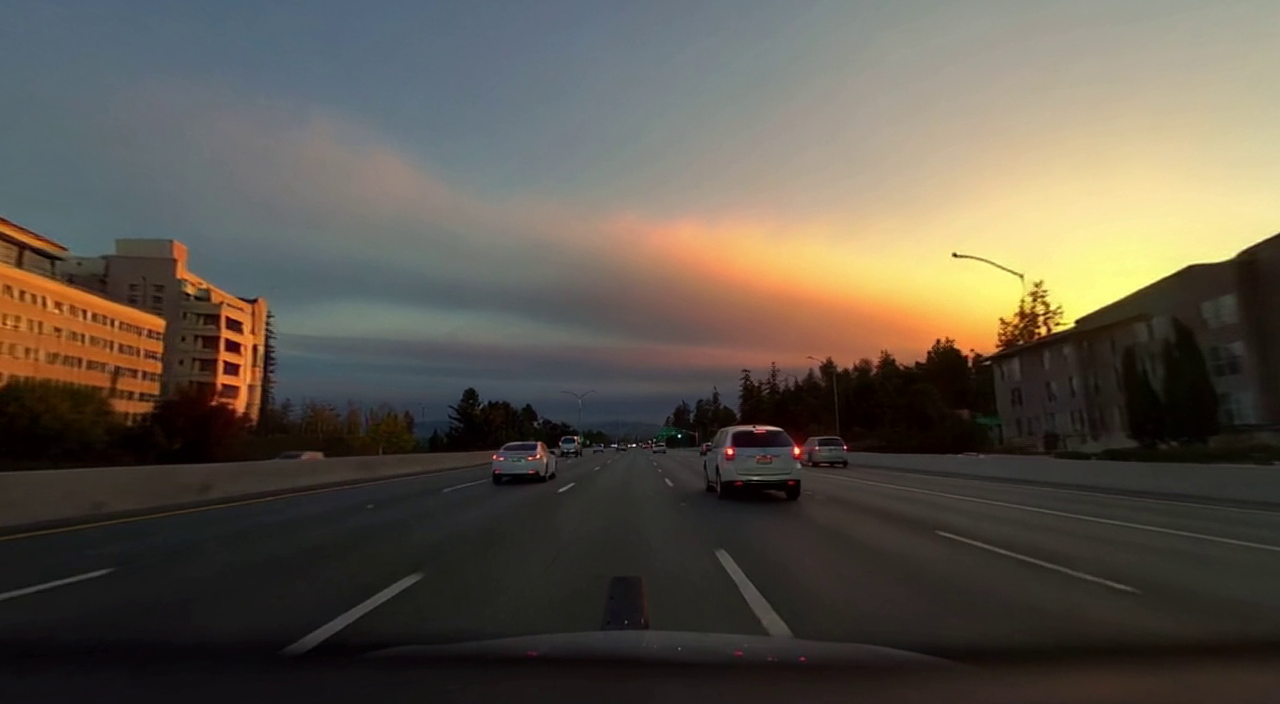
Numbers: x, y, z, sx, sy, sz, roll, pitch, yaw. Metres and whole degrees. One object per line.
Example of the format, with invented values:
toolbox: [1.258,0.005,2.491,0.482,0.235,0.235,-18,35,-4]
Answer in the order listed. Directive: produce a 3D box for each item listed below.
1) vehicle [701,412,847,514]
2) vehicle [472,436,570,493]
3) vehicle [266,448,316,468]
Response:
vehicle: [2.713,2.412,14.142,2.148,1.852,4.835,0,-8,-1]
vehicle: [-3.545,3.433,19.727,2.080,1.542,4.718,0,-8,1]
vehicle: [-26.372,7.989,47.684,1.614,1.424,3.568,-1,-8,3]
